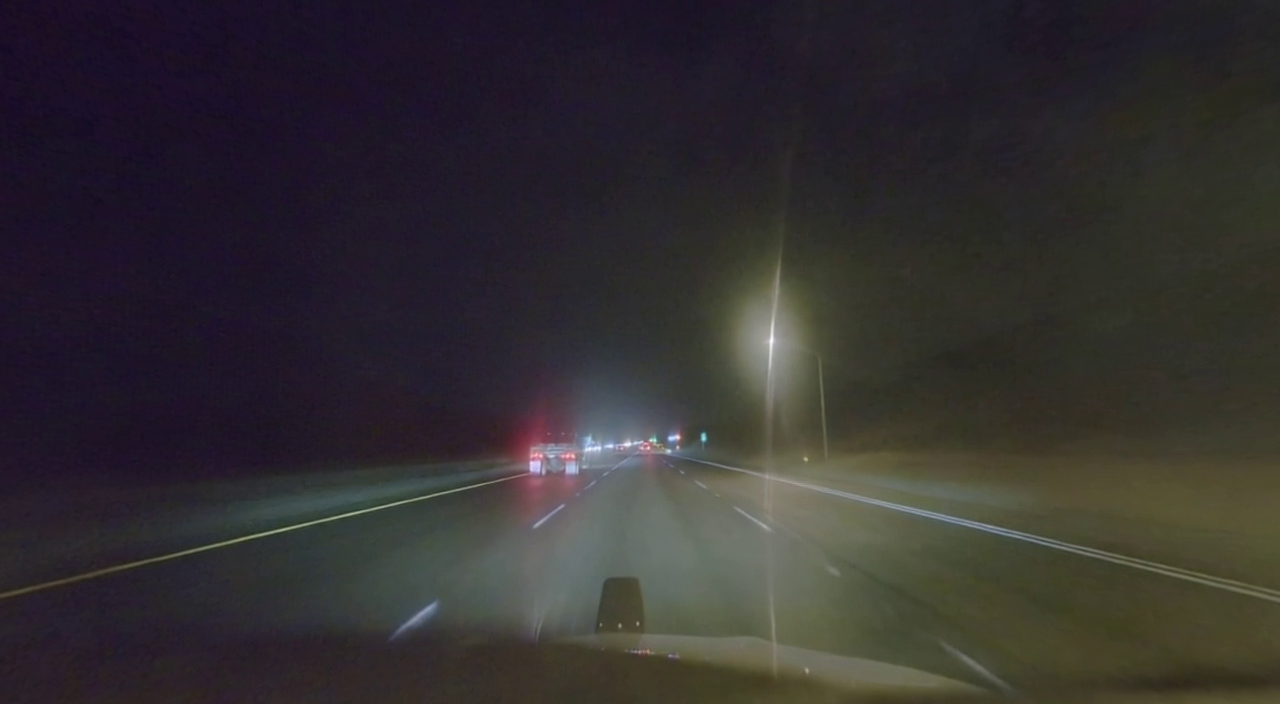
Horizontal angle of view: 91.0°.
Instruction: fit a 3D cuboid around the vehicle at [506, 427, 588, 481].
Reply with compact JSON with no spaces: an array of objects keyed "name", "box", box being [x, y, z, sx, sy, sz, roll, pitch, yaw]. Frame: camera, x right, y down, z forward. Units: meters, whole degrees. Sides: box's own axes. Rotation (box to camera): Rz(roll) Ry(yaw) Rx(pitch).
[{"name":"vehicle","box":[-3.560,4.047,25.288,2.379,1.918,5.504,0,-8,1]}]
